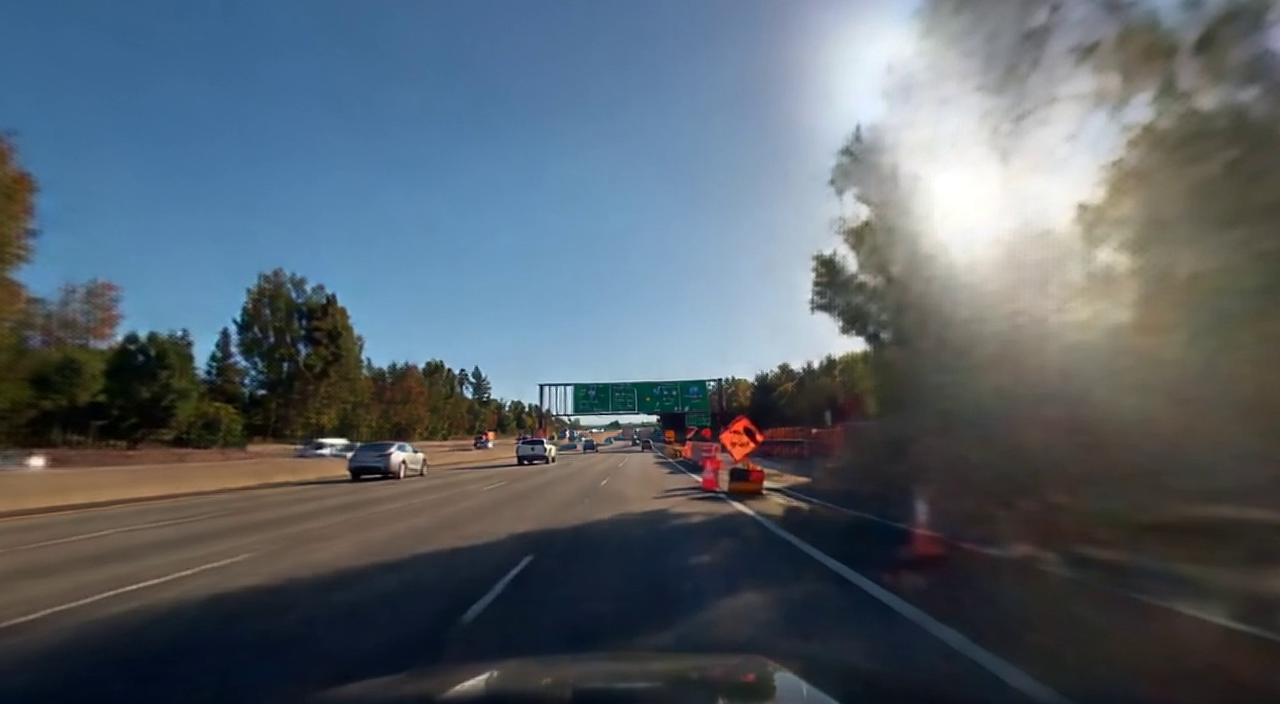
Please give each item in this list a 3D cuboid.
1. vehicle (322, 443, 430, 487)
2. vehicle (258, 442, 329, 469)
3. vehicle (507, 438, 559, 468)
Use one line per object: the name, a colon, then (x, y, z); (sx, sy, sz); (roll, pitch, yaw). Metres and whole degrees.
vehicle: (-9.864, 4.236, 24.032); (2.122, 1.511, 4.576); (0, -9, 0)
vehicle: (-22.542, 6.735, 41.165); (2.146, 1.664, 4.276); (0, -9, 0)
vehicle: (-6.560, 6.294, 39.217); (2.402, 1.733, 4.512); (0, -9, 1)
